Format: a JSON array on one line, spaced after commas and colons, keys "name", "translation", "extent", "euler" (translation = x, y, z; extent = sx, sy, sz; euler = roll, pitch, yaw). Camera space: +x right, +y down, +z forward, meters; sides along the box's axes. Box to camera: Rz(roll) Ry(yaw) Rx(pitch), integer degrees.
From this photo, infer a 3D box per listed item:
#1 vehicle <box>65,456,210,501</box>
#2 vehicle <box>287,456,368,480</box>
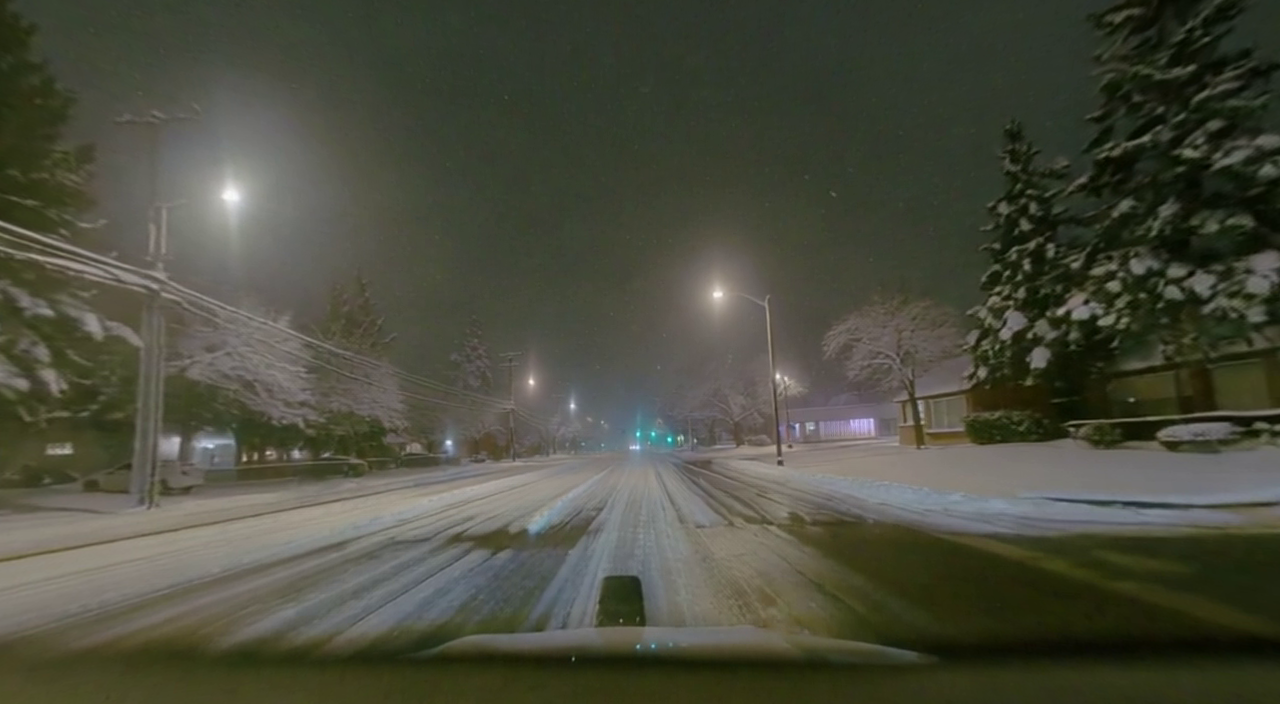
[{"name": "vehicle", "translation": [-21.454, 5.412, 27.120], "extent": [4.530, 1.759, 1.943], "euler": [-1, -9, 1]}, {"name": "vehicle", "translation": [-21.586, 8.019, 43.783], "extent": [1.859, 1.461, 4.646], "euler": [-9, -12, 44]}]
